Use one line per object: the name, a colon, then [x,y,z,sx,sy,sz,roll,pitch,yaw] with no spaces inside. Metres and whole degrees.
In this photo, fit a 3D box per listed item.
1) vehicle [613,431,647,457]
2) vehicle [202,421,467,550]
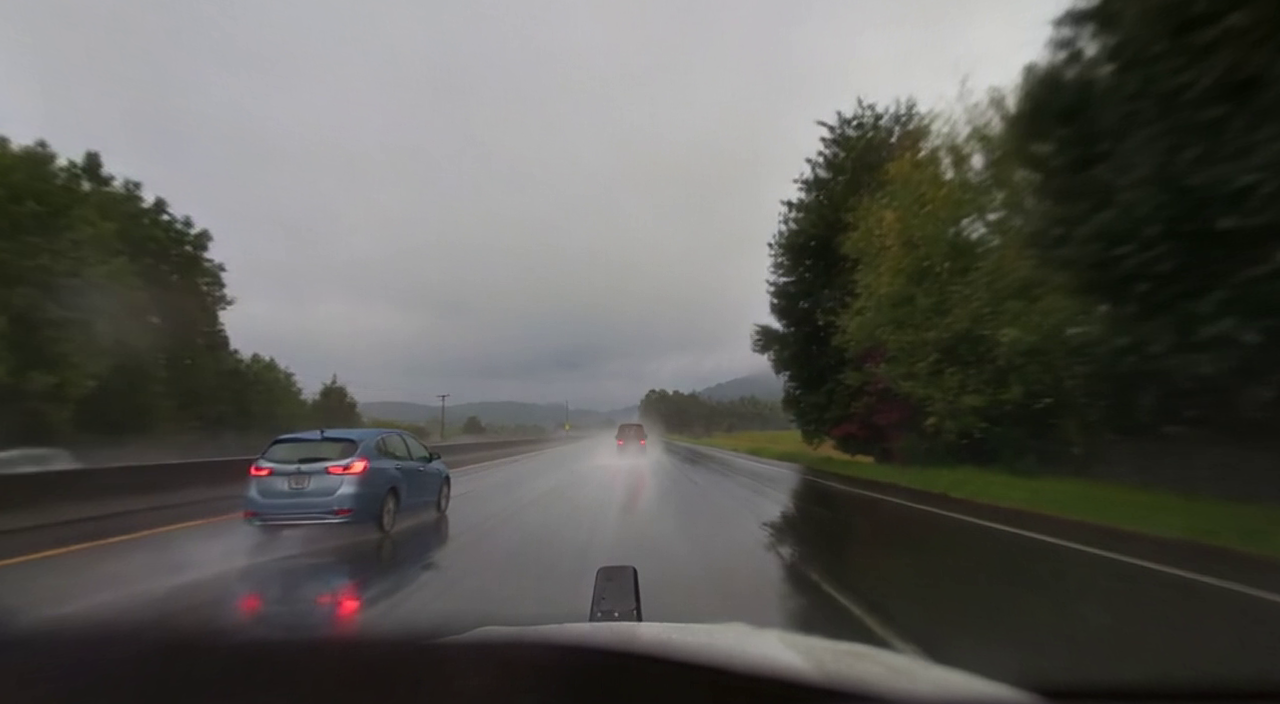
vehicle: [-0.677,6.184,42.497,2.162,1.616,4.242,0,-8,0]
vehicle: [-4.134,1.833,9.441,1.931,1.483,4.105,0,-8,-1]
